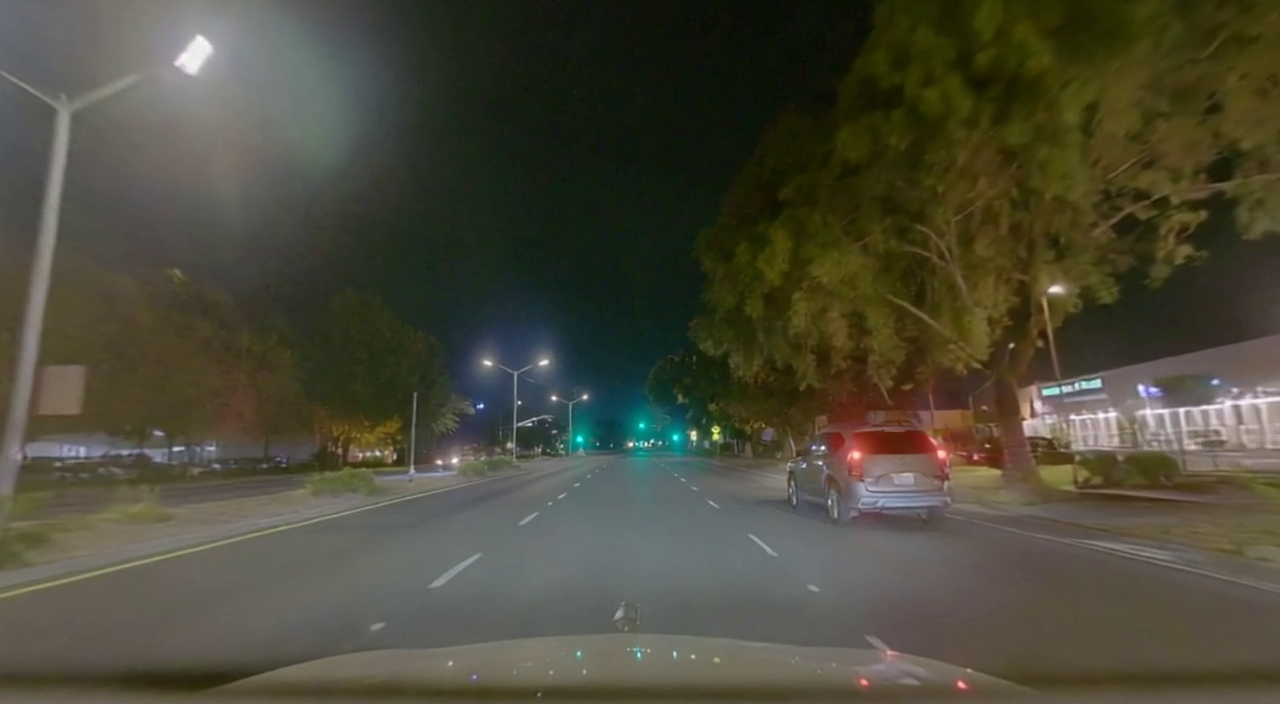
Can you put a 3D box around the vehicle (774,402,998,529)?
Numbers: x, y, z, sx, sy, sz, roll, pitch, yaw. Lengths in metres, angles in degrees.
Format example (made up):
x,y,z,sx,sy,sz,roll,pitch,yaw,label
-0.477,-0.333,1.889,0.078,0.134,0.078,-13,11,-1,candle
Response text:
x,y,z,sx,sy,sz,roll,pitch,yaw,label
4.379,2.139,12.421,2.185,1.956,5.128,0,-8,-2,vehicle

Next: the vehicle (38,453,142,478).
x,y,z,sx,sy,sz,roll,pitch,yaw,label
-32.665,6.744,37.608,4.635,1.422,1.725,0,-8,3,vehicle

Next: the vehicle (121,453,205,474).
x,y,z,sx,sy,sz,roll,pitch,yaw,label
-32.552,7.595,43.182,4.393,1.394,1.612,0,-8,1,vehicle

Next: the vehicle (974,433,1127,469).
x,y,z,sx,sy,sz,roll,pitch,yaw,label
16.617,4.036,25.766,4.848,1.418,1.914,0,-8,2,vehicle

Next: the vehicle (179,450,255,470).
x,y,z,sx,sy,sz,roll,pitch,yaw,label
-32.577,8.345,48.769,4.397,1.483,2.036,0,-8,2,vehicle

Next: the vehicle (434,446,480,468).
x,y,z,sx,sy,sz,roll,pitch,yaw,label
-13.137,7.534,45.655,1.915,1.483,4.730,0,-8,0,vehicle
